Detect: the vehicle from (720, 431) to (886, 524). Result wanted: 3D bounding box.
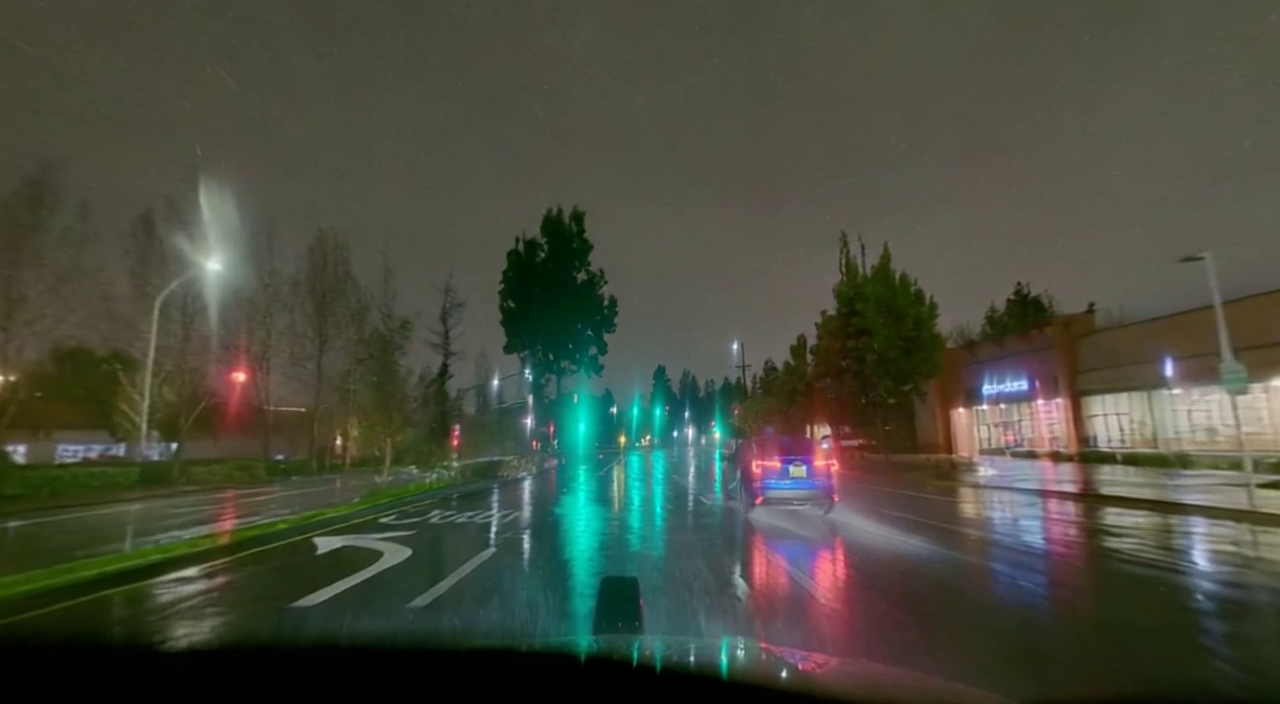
[{"bbox_3d":[2.923,2.369,12.469,2.015,1.479,4.444,0,-8,-1],"label":"vehicle"}]
